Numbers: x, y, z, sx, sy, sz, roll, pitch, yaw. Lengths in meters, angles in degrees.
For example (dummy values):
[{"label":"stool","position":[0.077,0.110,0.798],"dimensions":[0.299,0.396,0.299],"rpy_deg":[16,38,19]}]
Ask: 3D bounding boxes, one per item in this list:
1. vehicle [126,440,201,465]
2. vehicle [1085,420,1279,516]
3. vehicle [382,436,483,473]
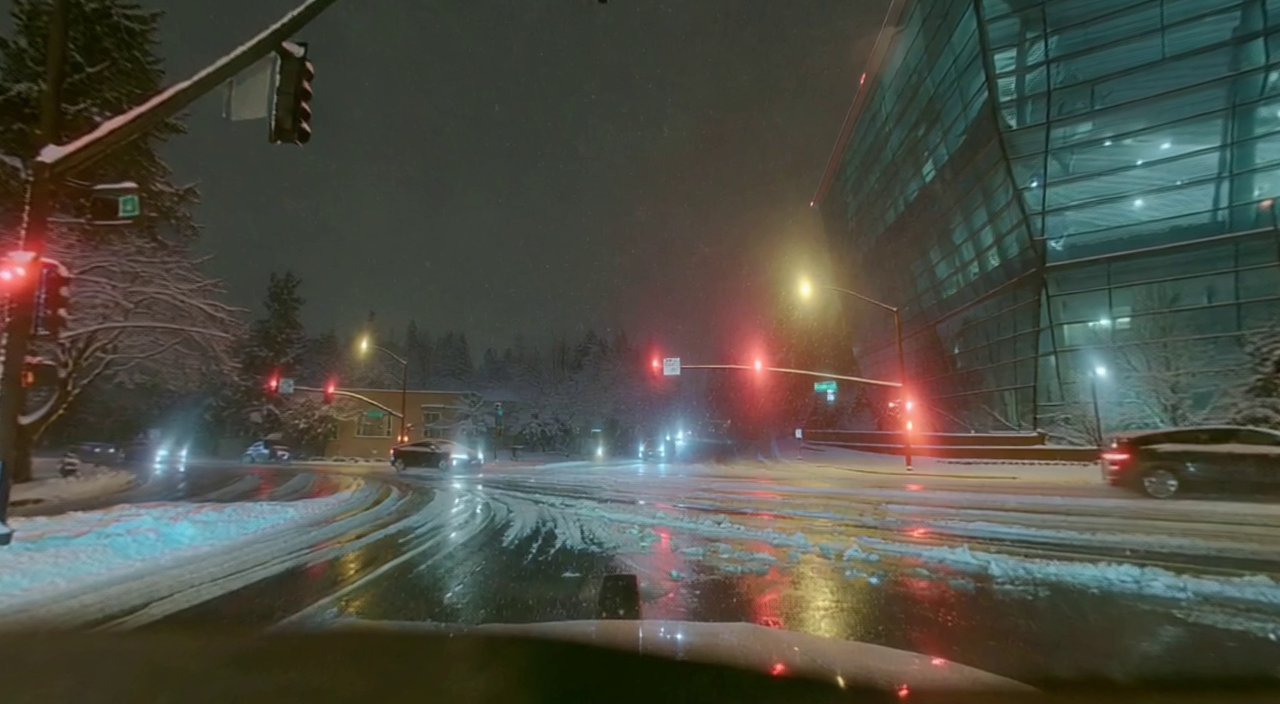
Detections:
[{"label":"vehicle","position":[-30.089,6.337,39.854],"dimensions":[4.798,1.461,1.939],"rpy_deg":[-5,-10,30]},{"label":"vehicle","position":[12.232,2.328,12.927],"dimensions":[4.849,1.766,2.080],"rpy_deg":[-7,-11,38]},{"label":"vehicle","position":[-9.728,4.776,29.524],"dimensions":[4.698,1.609,1.975],"rpy_deg":[-6,-10,34]}]
